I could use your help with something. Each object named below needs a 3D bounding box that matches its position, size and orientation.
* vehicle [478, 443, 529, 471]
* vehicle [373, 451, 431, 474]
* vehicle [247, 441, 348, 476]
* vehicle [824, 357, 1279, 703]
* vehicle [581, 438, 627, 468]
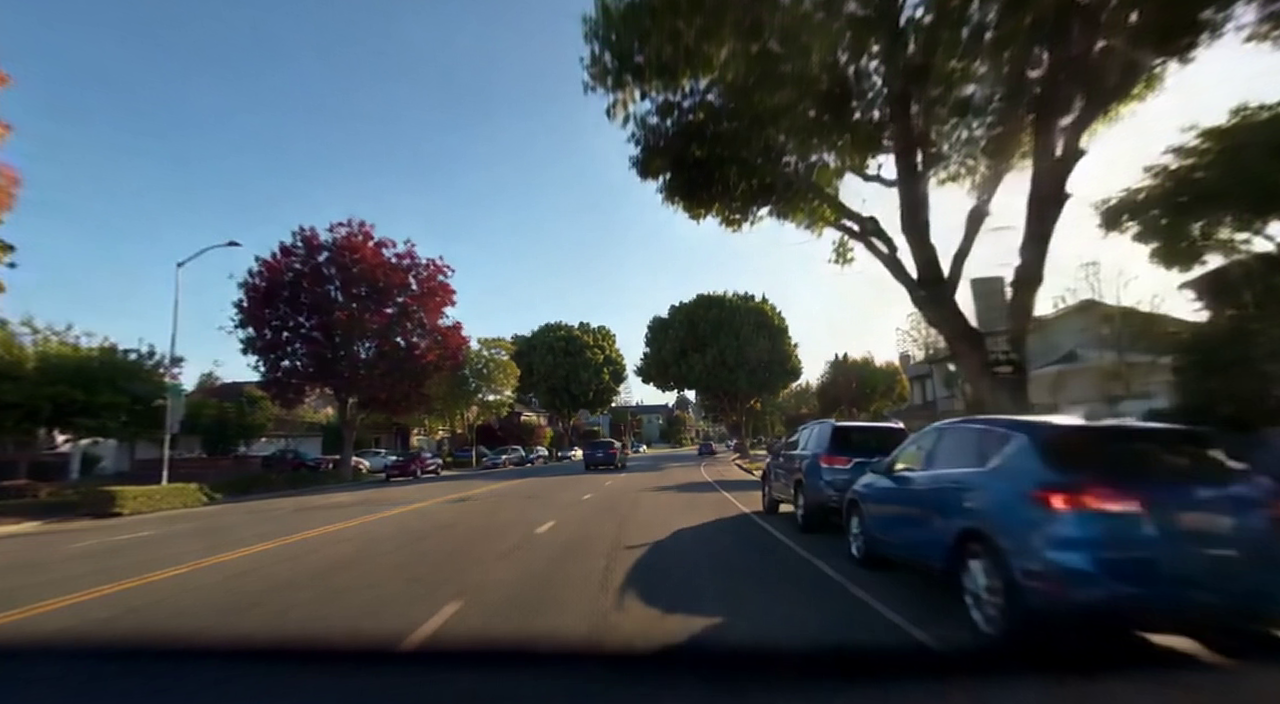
[{"bbox_3d":[-10.690,8.242,49.865,2.157,1.882,5.479,-5,-9,7],"label":"vehicle"},{"bbox_3d":[-16.055,7.468,42.893,1.872,1.396,4.150,-1,-8,8],"label":"vehicle"},{"bbox_3d":[-19.429,6.060,35.926,4.628,1.808,1.899,0,-12,7],"label":"vehicle"},{"bbox_3d":[3.406,1.298,5.455,2.147,1.725,4.927,3,-8,0],"label":"vehicle"},{"bbox_3d":[-2.176,6.230,39.309,2.135,1.731,4.232,-1,-8,7],"label":"vehicle"}]
